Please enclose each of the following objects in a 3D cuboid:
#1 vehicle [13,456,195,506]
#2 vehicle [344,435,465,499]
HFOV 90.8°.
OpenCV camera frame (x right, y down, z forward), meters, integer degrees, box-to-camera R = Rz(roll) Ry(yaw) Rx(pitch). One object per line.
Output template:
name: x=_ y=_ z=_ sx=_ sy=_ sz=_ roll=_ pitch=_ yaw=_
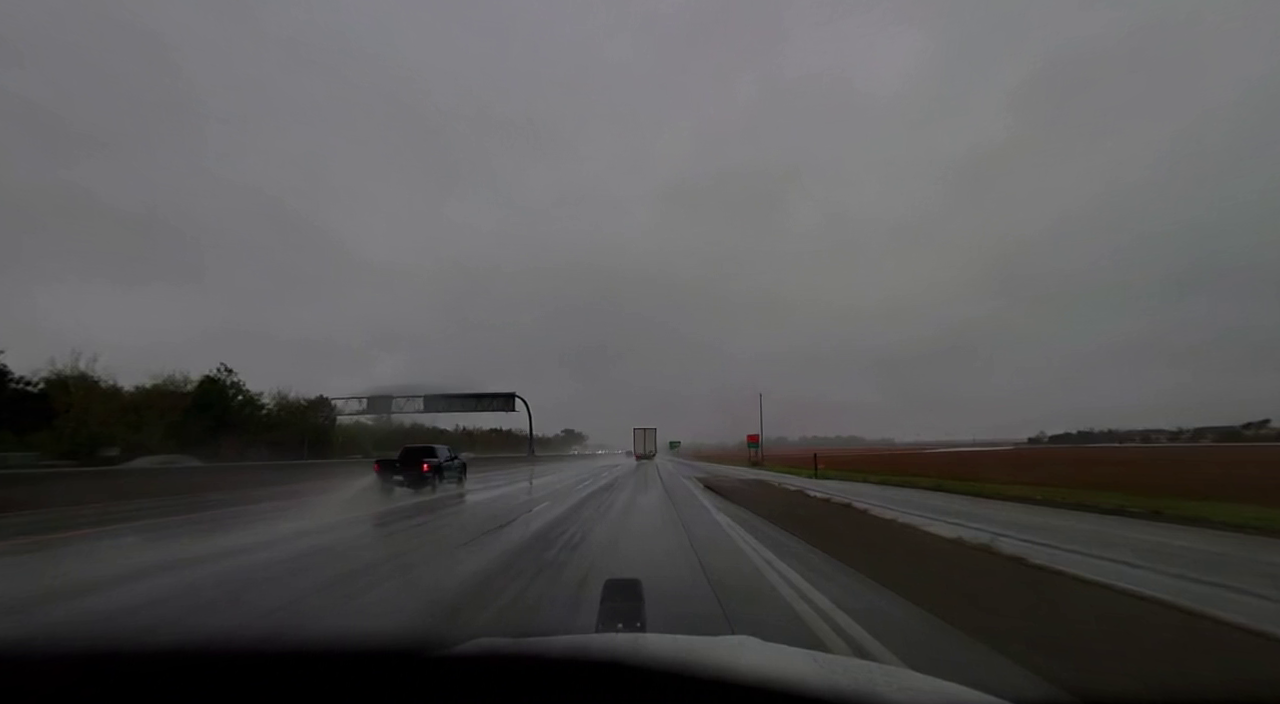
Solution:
vehicle: x=-18.315 y=4.399 z=21.970 sx=2.077 sy=1.485 sz=4.860 roll=0 pitch=-9 yaw=0
vehicle: x=-7.486 y=3.708 z=20.677 sx=2.052 sy=1.817 sz=4.744 roll=0 pitch=-9 yaw=1
